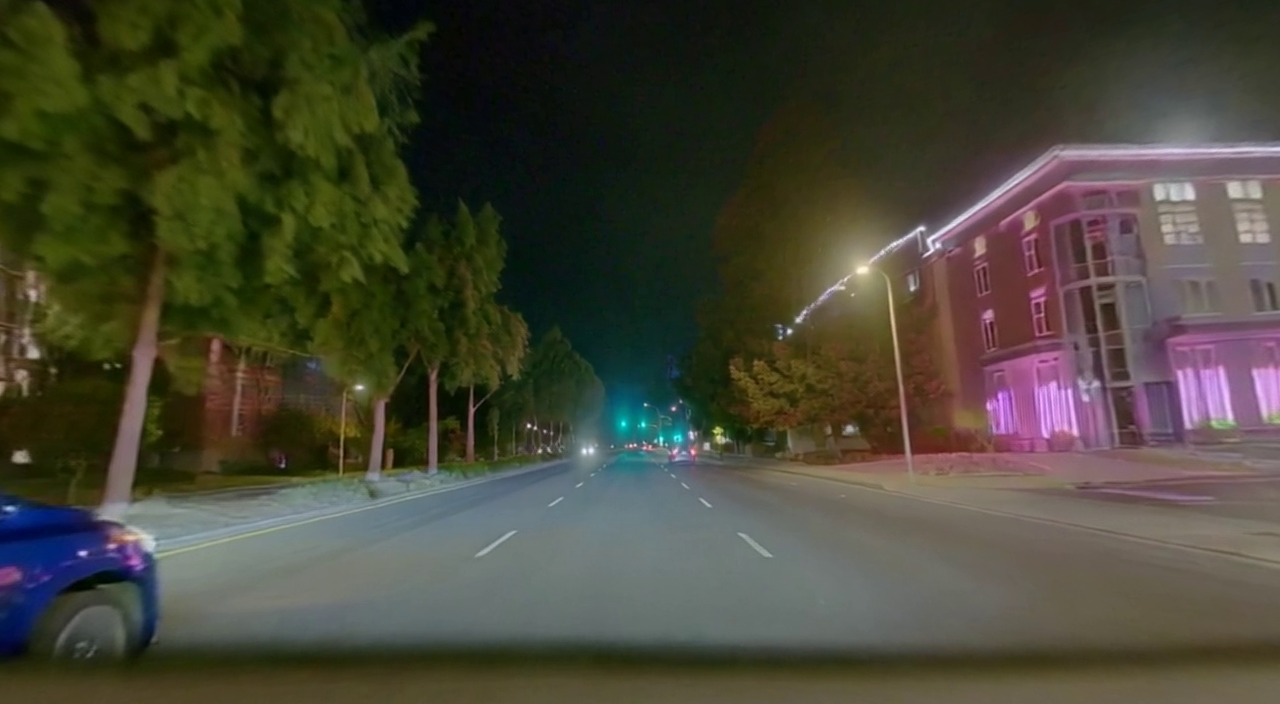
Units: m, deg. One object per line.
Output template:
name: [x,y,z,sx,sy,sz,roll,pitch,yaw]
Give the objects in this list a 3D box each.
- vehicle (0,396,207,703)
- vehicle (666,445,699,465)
vehicle: [-3.555,0.724,1.084,2.085,1.497,4.989,0,-8,0]
vehicle: [3.204,7.860,48.431,2.033,1.482,4.571,0,-8,-2]
